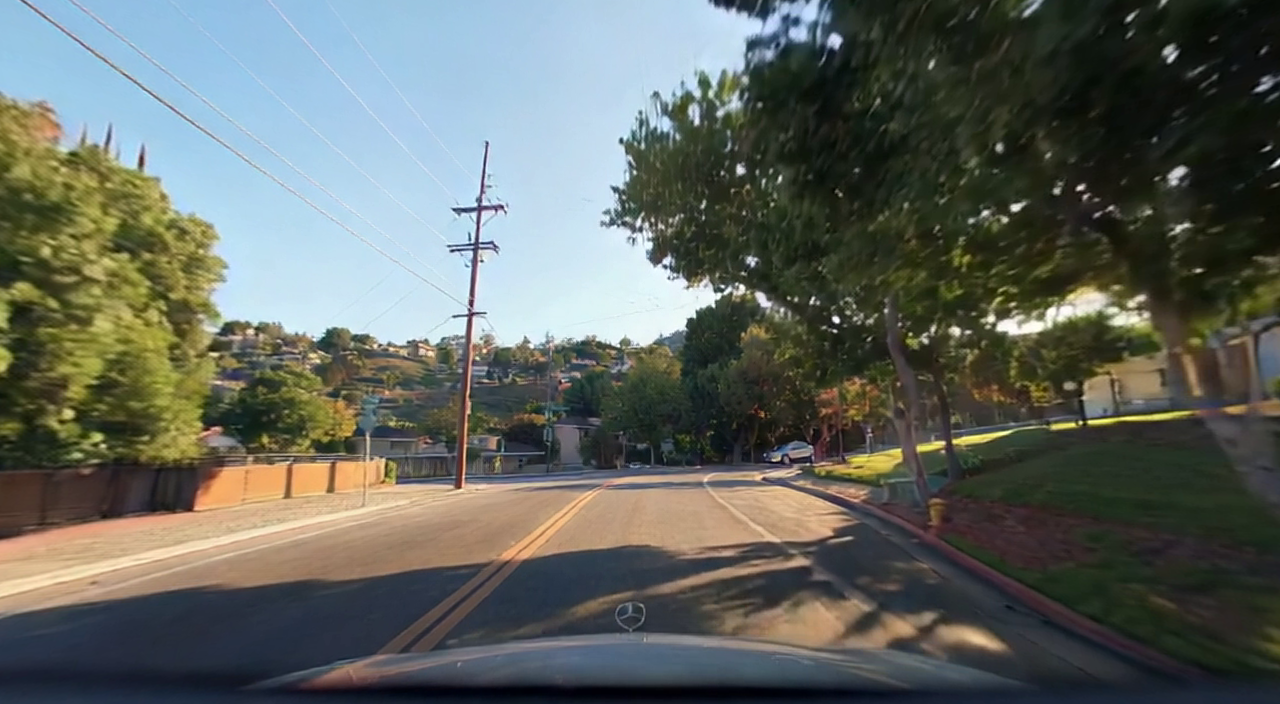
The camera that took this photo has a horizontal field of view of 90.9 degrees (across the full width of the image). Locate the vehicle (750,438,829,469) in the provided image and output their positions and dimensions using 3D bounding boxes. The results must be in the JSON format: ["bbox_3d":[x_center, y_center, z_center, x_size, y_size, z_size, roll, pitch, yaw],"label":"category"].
[{"bbox_3d":[9.098,6.139,38.286,4.810,1.732,2.176,7,-11,-39],"label":"vehicle"}]
